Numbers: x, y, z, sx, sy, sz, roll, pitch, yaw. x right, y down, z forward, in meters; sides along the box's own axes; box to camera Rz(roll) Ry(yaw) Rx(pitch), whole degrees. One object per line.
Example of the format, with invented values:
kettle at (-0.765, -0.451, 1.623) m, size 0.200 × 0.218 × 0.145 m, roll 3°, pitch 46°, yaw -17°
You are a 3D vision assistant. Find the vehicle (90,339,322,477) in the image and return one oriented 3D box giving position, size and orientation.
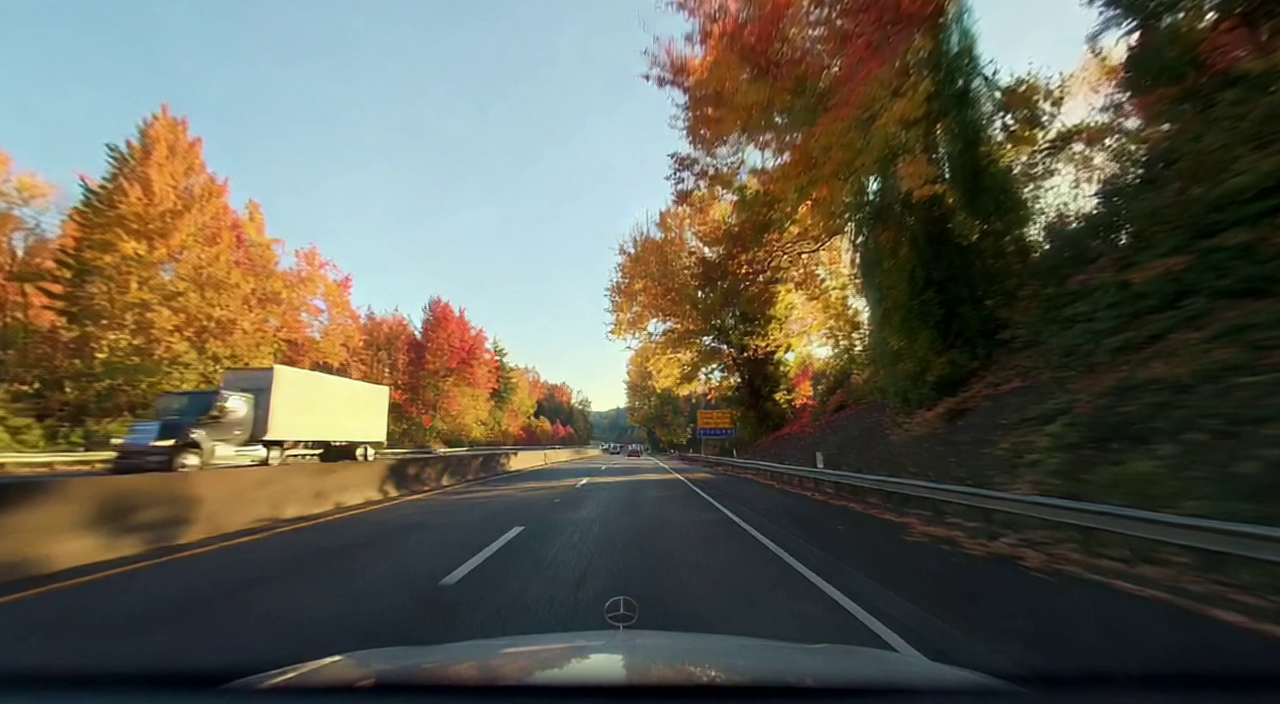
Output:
vehicle at (-15.008, 2.246, 22.759) m, size 2.939 × 4.133 × 7.597 m, roll -1°, pitch -9°, yaw -1°
